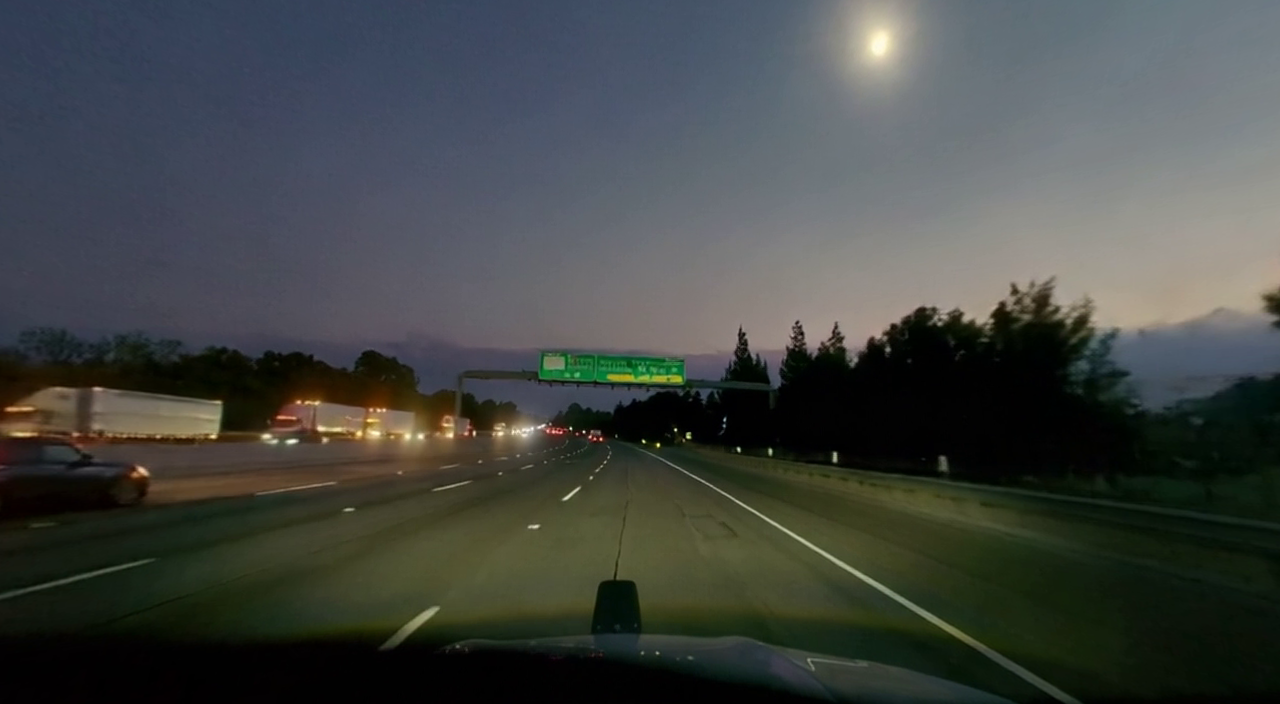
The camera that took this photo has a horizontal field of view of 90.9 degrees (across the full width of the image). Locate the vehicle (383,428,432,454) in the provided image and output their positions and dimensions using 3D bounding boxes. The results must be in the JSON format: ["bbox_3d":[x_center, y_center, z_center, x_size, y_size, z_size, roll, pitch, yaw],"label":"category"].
[{"bbox_3d":[-18.214,6.997,49.672,2.177,1.876,4.674,0,-8,-2],"label":"vehicle"}]

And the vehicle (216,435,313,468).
[{"bbox_3d":[-18.002,4.765,30.506,2.088,1.442,4.286,0,-8,0],"label":"vehicle"}]

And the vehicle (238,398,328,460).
[{"bbox_3d":[-25.489,5.593,45.456,2.884,4.112,6.220,0,-8,-3],"label":"vehicle"}]

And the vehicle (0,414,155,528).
[{"bbox_3d":[-10.405,1.793,9.632,2.197,1.654,4.823,0,-8,-1],"label":"vehicle"}]

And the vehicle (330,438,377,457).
[{"bbox_3d":[-21.925,7.276,48.351,1.744,1.406,4.176,0,-8,-2],"label":"vehicle"}]
